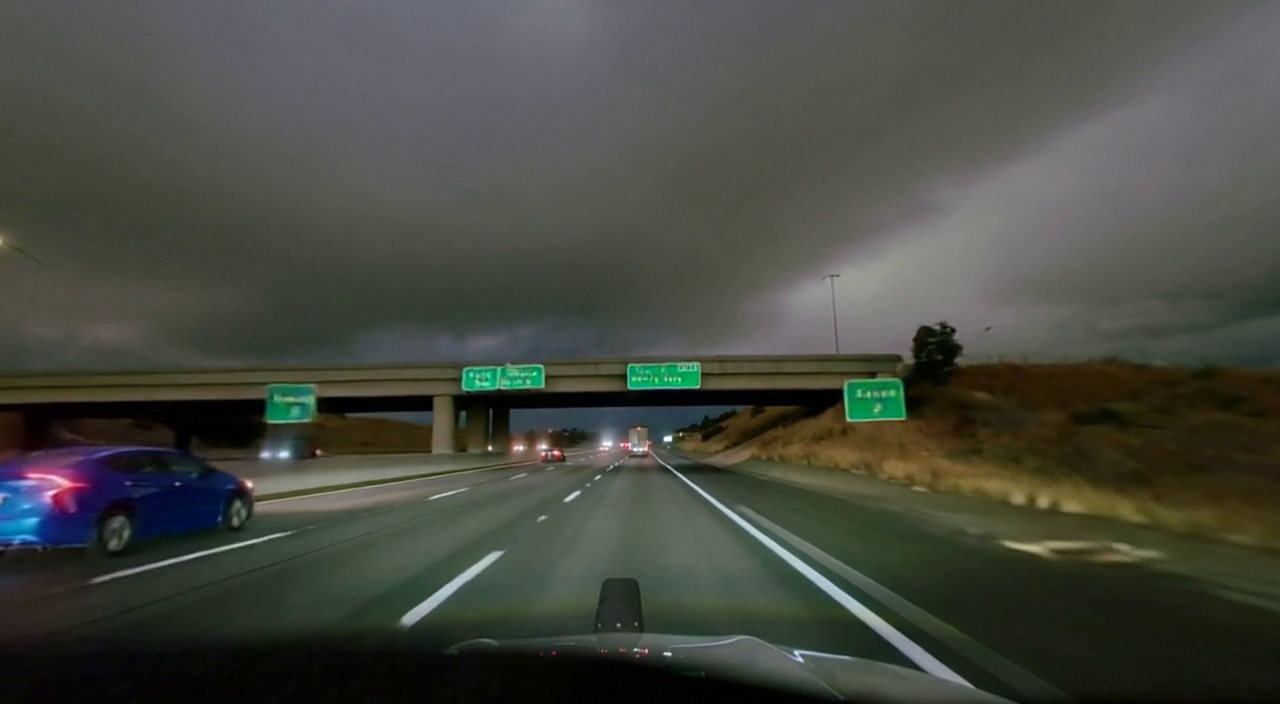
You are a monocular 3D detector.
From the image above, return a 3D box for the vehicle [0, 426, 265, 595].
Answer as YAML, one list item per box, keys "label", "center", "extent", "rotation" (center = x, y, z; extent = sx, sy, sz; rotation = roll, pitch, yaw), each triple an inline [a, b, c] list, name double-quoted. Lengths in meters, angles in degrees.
- label: "vehicle"
  center: [-6.933, 1.711, 7.489]
  extent: [2.096, 1.541, 4.610]
  rotation: [0, -8, 0]
